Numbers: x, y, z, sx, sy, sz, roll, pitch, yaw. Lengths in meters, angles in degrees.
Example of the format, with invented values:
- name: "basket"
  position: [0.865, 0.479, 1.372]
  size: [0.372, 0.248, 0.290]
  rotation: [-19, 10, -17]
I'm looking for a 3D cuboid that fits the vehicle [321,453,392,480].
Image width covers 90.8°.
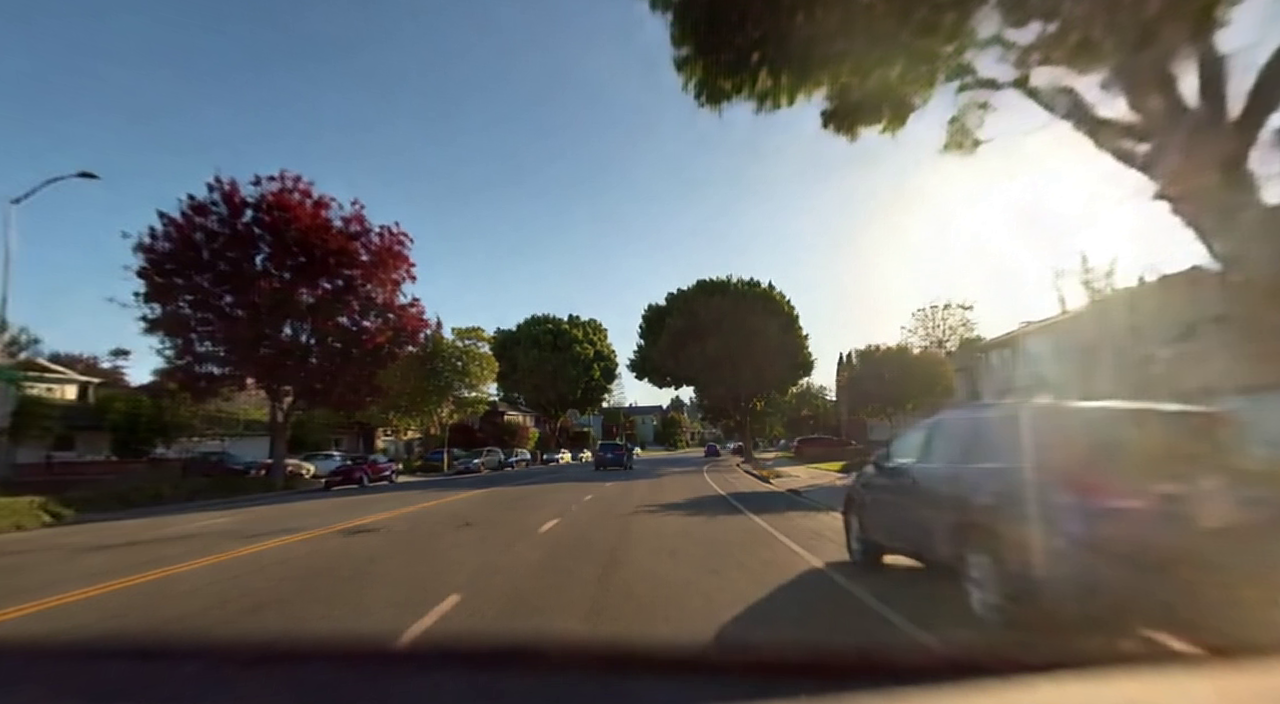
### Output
- name: "vehicle"
  position: [-16.529, 6.673, 37.047]
  size: [1.872, 1.396, 4.150]
  rotation: [-1, -8, 7]

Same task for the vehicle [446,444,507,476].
- name: "vehicle"
  position: [-11.274, 7.482, 44.081]
  size: [2.157, 1.882, 5.479]
  rotation: [-6, -9, 7]

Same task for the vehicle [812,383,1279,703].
- name: "vehicle"
  position: [3.444, 1.331, 5.287]
  size: [2.558, 1.636, 5.261]
  rotation: [0, -8, 0]

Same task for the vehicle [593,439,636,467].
- name: "vehicle"
  position: [-1.650, 6.719, 42.203]
  size: [2.135, 1.731, 4.232]
  rotation: [-1, -8, 8]

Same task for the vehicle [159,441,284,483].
- name: "vehicle"
  position: [-19.824, 5.239, 30.038]
  size: [4.628, 1.808, 1.899]
  rotation: [0, -12, 6]
